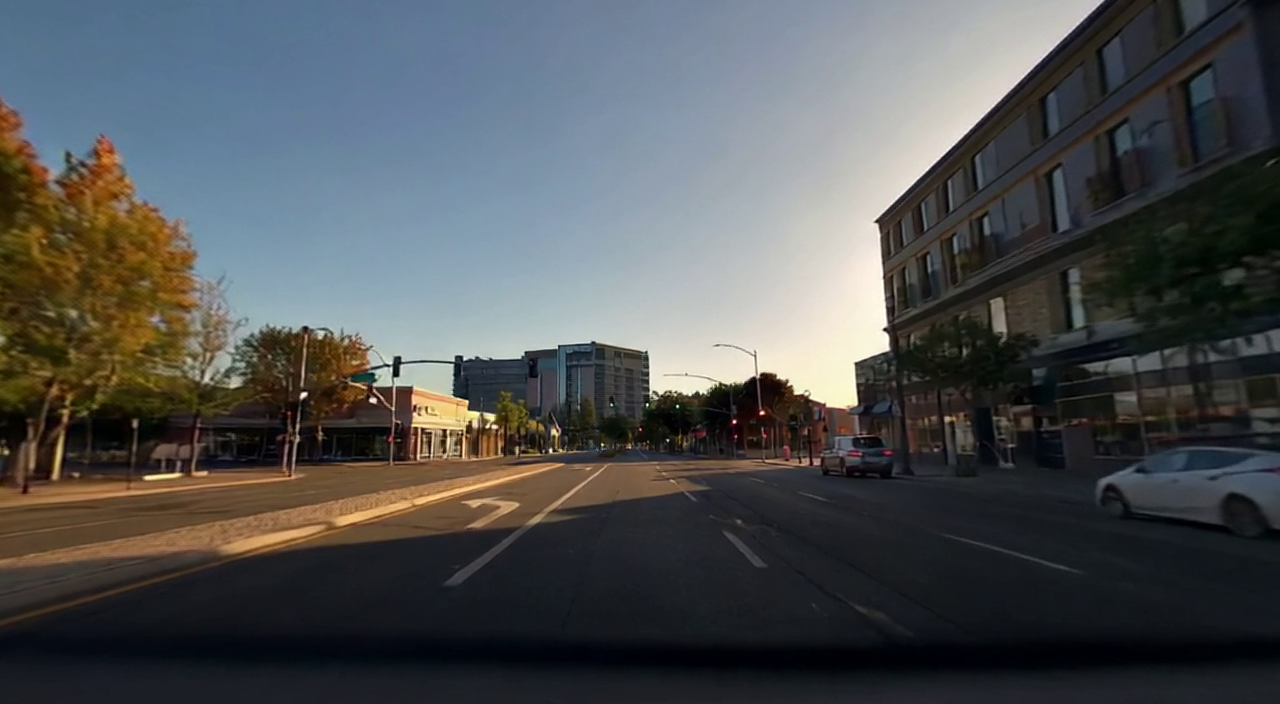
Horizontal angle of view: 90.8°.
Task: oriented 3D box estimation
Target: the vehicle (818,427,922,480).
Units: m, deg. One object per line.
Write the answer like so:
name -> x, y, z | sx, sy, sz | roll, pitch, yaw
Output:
vehicle -> 9.972, 4.473, 28.074 | 2.273, 2.103, 5.788 | 0, -9, -2

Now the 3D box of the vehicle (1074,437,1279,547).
vehicle -> 9.613, 2.131, 10.135 | 1.945, 1.478, 4.653 | 0, -9, -1
